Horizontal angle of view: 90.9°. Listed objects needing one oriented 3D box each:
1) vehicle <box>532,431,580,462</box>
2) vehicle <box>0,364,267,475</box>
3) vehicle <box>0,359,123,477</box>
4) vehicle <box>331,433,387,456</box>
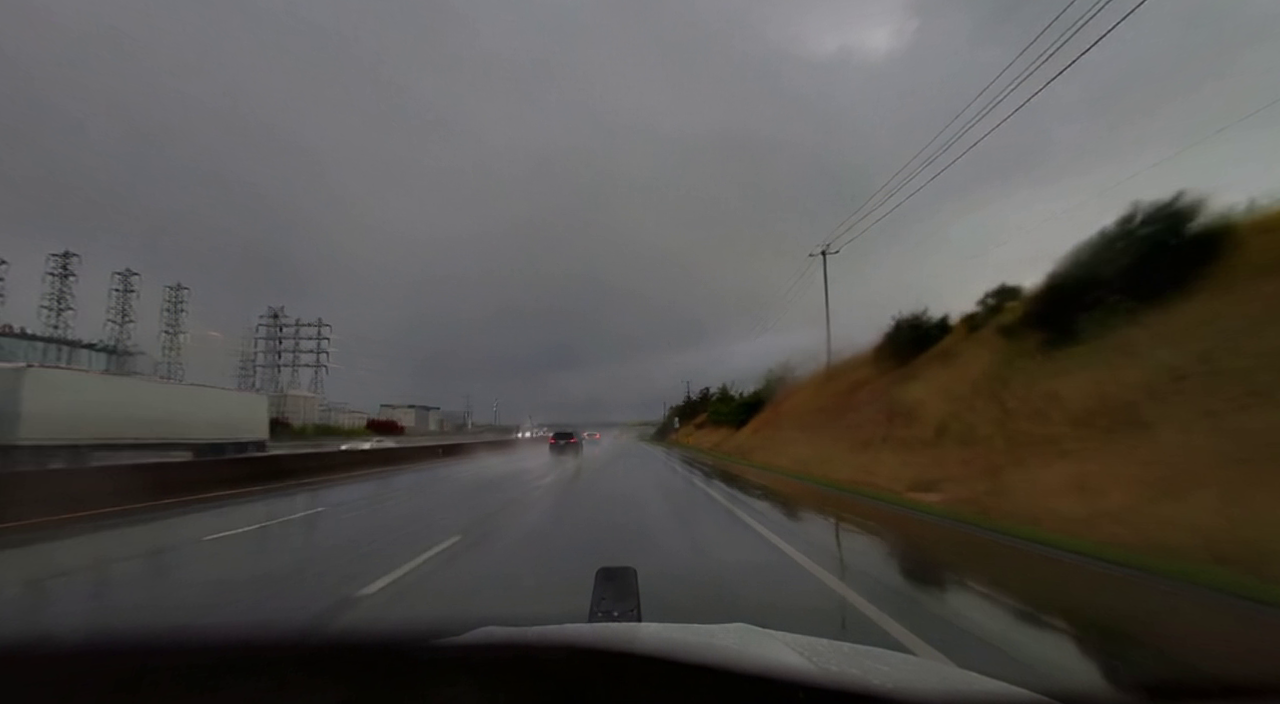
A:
[{"bbox_3d":[-4.166,4.767,31.944,1.952,1.462,3.969,0,-8,-1],"label":"vehicle"},{"bbox_3d":[-23.563,3.392,30.278,2.877,4.090,14.040,0,-8,-1],"label":"vehicle"},{"bbox_3d":[-23.441,2.537,23.592,2.974,4.004,5.936,0,-8,-1],"label":"vehicle"},{"bbox_3d":[-19.357,6.387,43.612,1.854,1.492,4.445,0,-8,-1],"label":"vehicle"}]
